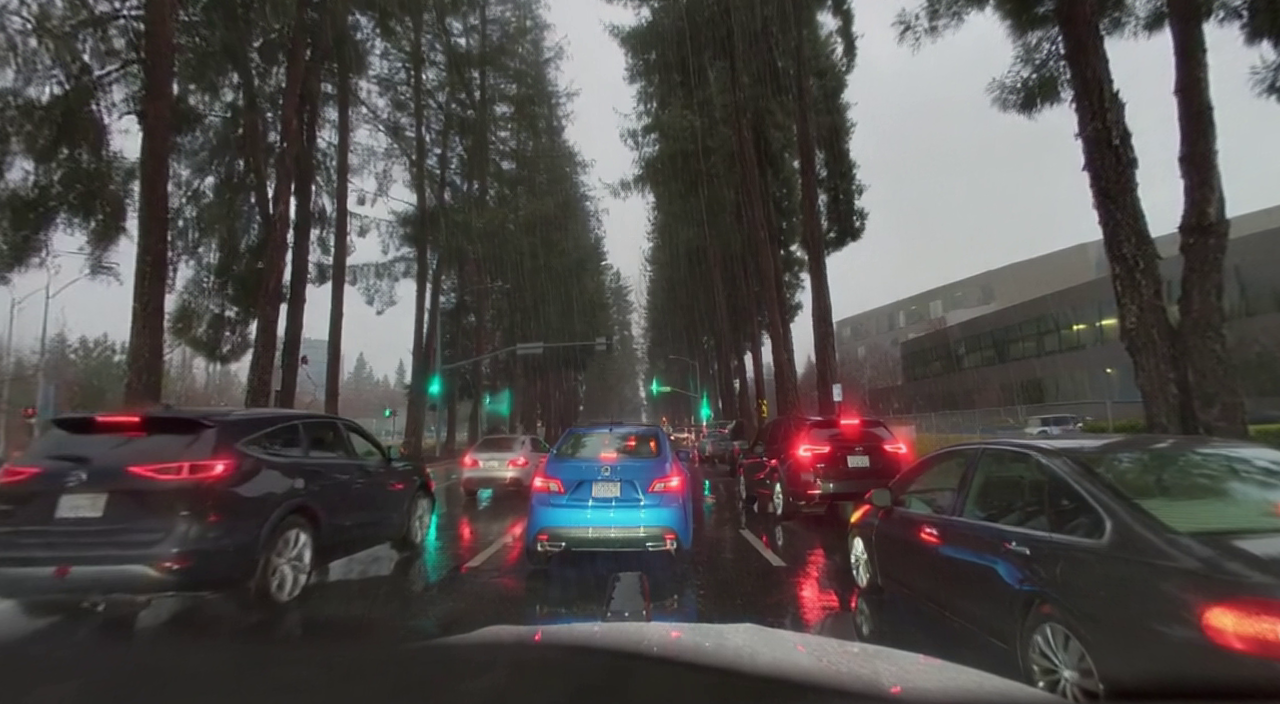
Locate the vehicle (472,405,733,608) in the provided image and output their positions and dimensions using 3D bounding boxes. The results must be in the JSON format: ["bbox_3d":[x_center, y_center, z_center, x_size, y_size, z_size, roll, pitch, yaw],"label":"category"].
[{"bbox_3d":[-0.353,1.585,7.427,2.114,1.631,4.459,0,-8,-1],"label":"vehicle"}]

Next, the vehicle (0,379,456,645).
[{"bbox_3d":[-3.750,1.386,6.566,2.141,1.718,4.809,0,-8,1],"label":"vehicle"}]

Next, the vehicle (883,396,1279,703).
[{"bbox_3d":[3.250,1.068,3.393,2.045,1.459,4.462,0,-8,-1],"label":"vehicle"}]

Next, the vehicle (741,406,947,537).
[{"bbox_3d":[3.340,2.085,11.539,2.117,1.879,4.715,0,-8,-1],"label":"vehicle"}]
